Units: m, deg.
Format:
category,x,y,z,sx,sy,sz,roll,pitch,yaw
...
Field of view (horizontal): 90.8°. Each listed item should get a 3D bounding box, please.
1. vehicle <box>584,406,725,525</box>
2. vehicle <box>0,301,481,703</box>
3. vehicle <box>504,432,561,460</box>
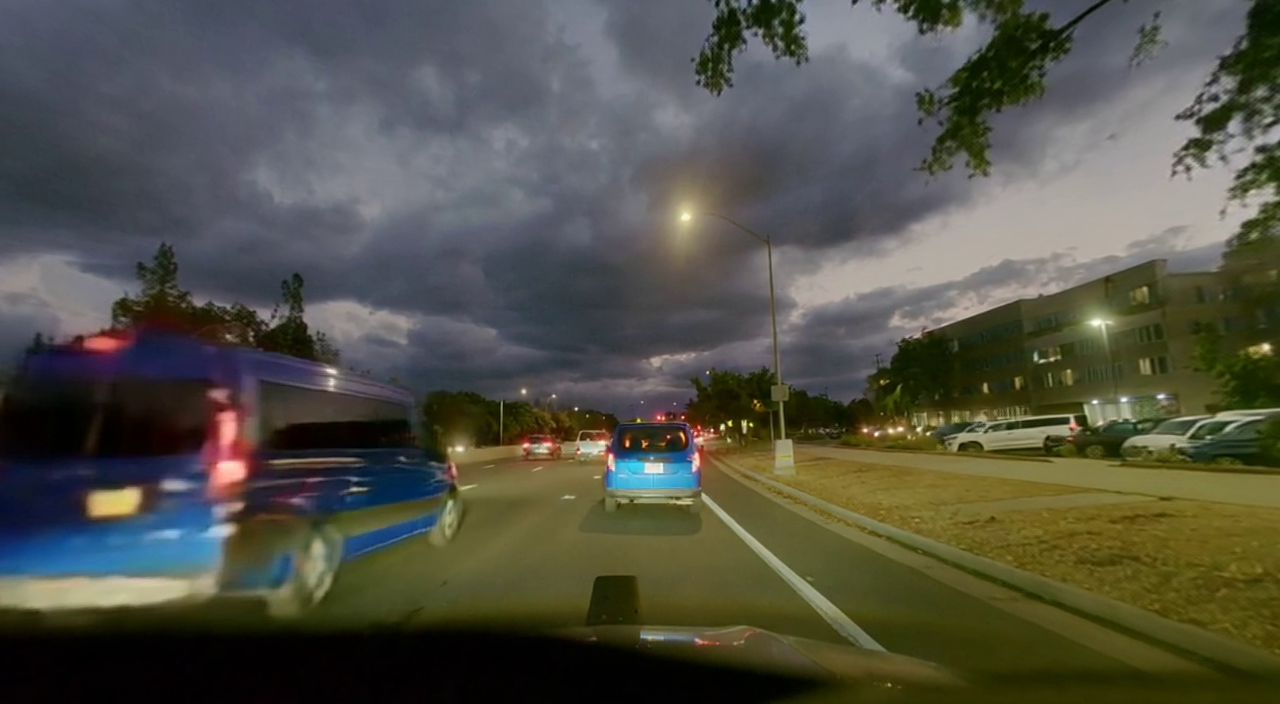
category,x,y,z,sx,sy,sz,roll,pitch,yaw
vehicle,0.294,2.071,11.961,2.173,1.830,4.189,0,-8,2
vehicle,-3.542,1.153,6.043,2.486,2.074,5.456,0,-8,2
vehicle,-7.146,6.309,42.485,2.243,1.783,4.600,-2,-8,11
